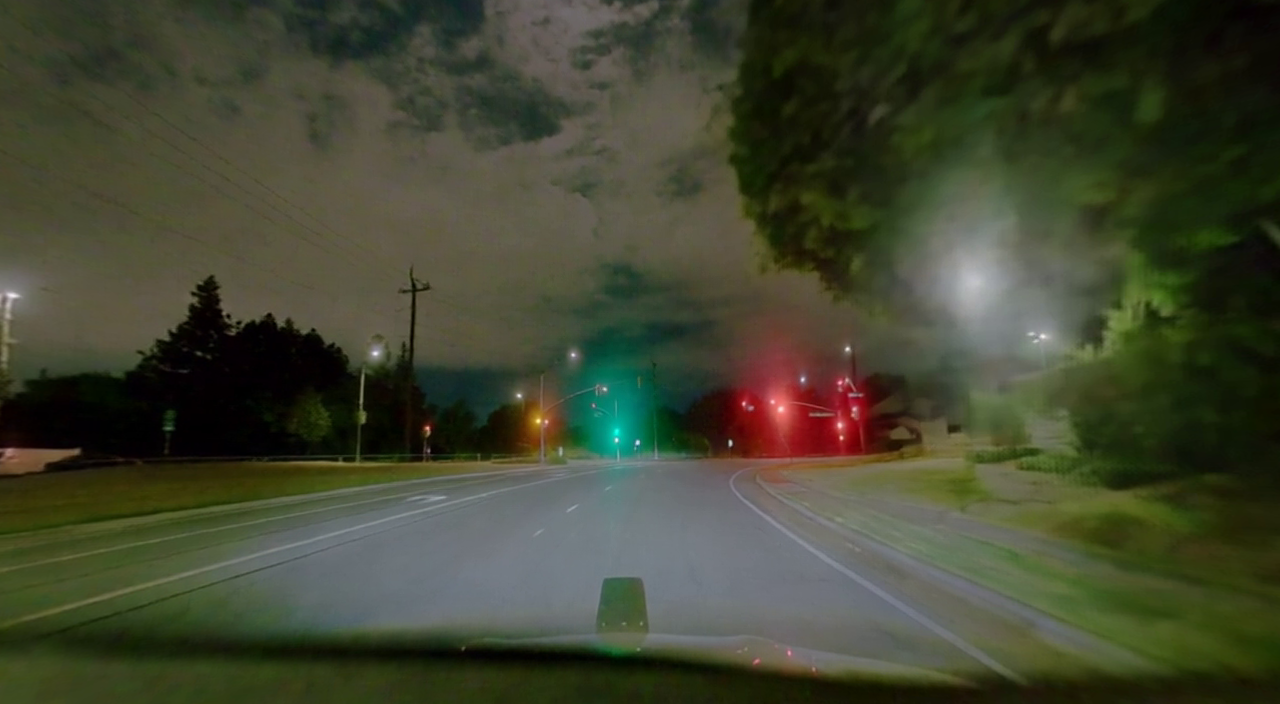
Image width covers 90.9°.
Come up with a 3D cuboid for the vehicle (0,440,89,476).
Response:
[{"bbox_3d":[-33.503,5.752,34.403,1.913,1.779,4.959,-1,-9,7],"label":"vehicle"}]

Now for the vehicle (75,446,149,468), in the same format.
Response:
[{"bbox_3d":[-36.763,7.306,43.903,3.737,1.444,1.680,-1,-9,6],"label":"vehicle"}]
